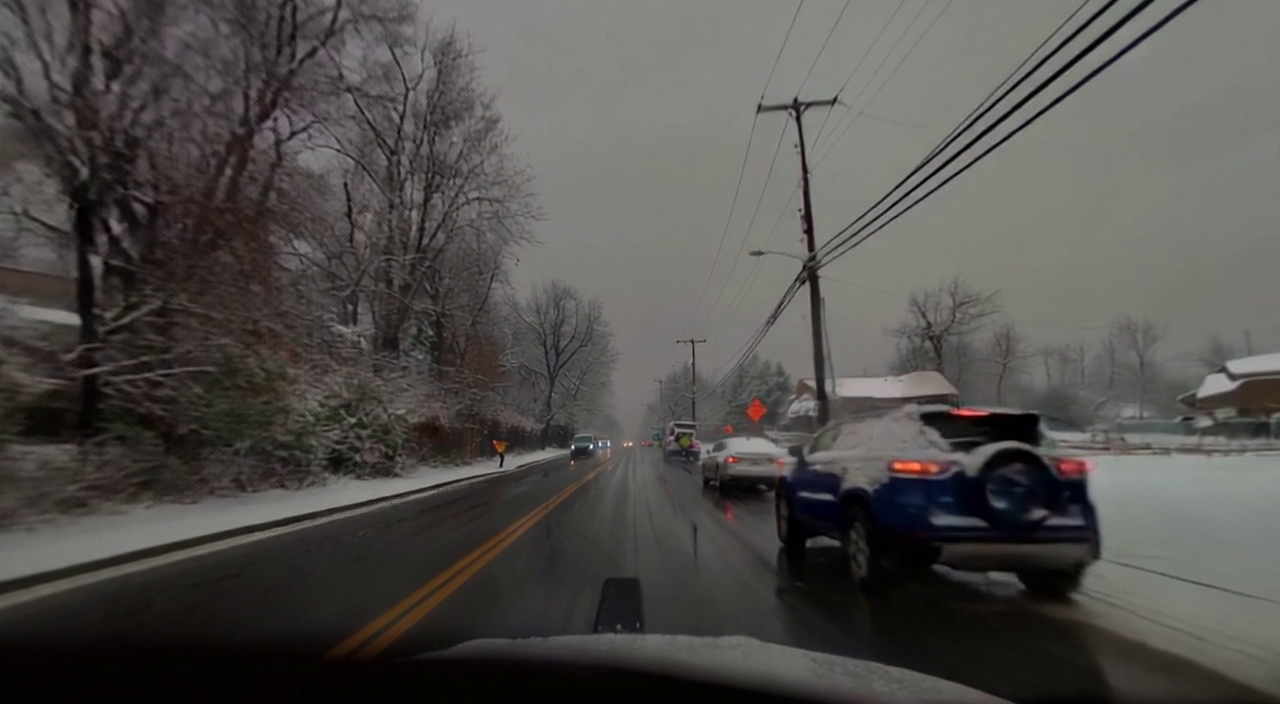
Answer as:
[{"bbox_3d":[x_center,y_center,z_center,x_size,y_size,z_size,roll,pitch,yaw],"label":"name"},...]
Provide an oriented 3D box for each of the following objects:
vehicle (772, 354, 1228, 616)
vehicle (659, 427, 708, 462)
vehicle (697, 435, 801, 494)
[{"bbox_3d":[3.200,1.351,7.248,2.293,1.957,4.934,0,-9,0],"label":"vehicle"},{"bbox_3d":[2.802,6.203,42.235,2.759,2.114,6.152,0,-9,0],"label":"vehicle"},{"bbox_3d":[3.022,3.242,18.628,2.006,1.482,4.722,0,-9,-3],"label":"vehicle"}]
